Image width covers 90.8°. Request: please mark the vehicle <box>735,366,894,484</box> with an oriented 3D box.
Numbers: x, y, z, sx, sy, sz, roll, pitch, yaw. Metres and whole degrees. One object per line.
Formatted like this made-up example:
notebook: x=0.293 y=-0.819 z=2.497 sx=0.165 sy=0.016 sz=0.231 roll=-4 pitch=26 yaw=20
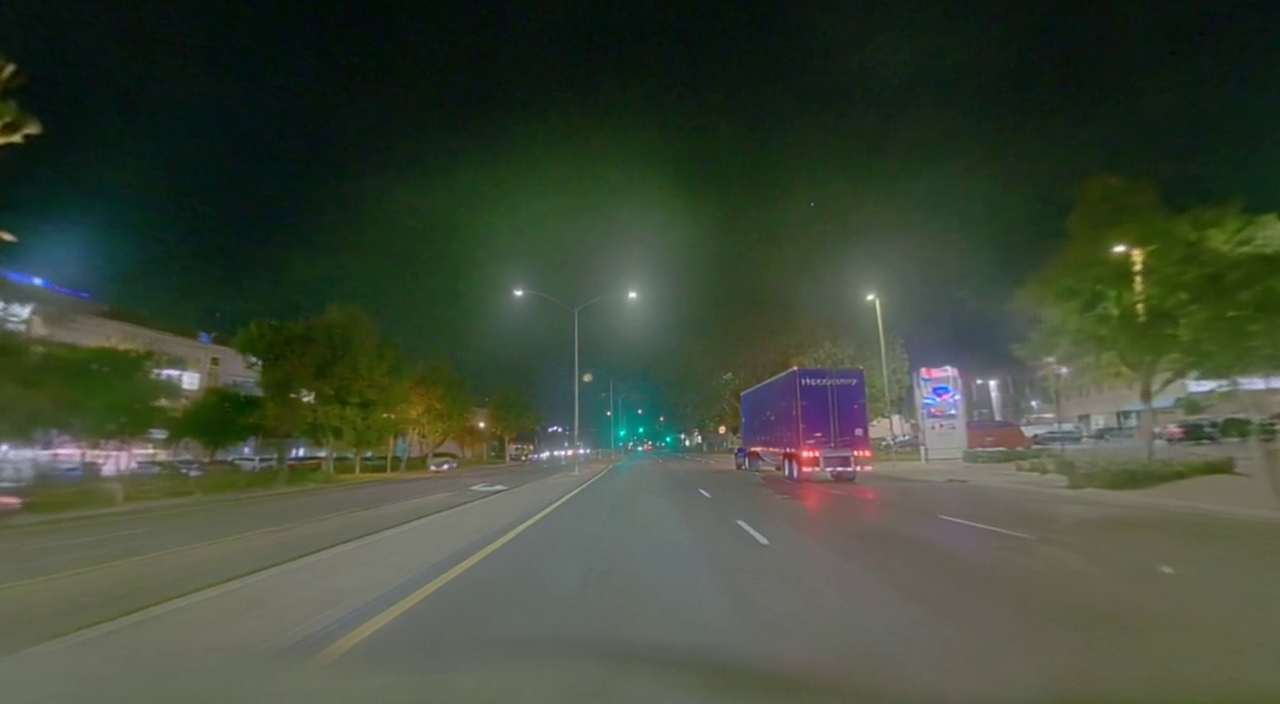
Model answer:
vehicle: x=6.491 y=3.182 z=26.170 sx=3.120 sy=3.794 sz=11.510 roll=0 pitch=-9 yaw=-1
